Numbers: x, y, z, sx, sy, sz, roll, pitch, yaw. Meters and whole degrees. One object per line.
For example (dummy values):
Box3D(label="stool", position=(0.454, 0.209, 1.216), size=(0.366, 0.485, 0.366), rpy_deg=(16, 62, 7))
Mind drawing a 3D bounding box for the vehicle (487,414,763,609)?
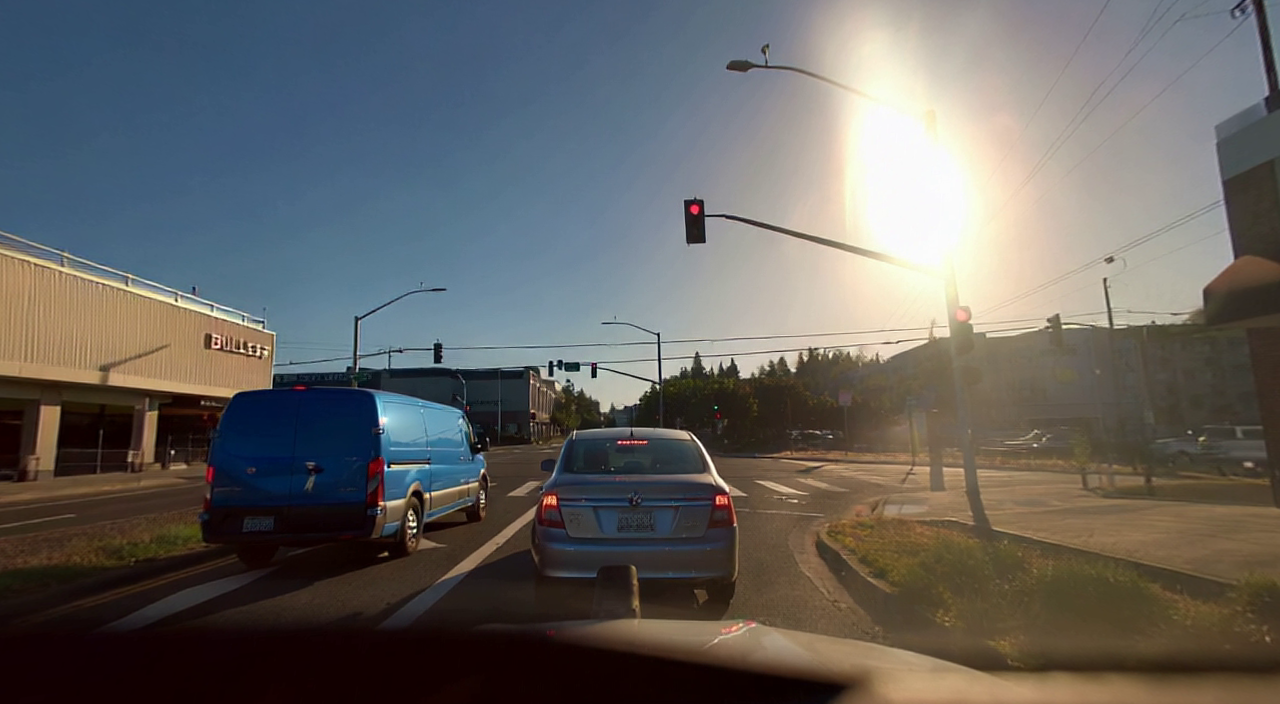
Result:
Box3D(label="vehicle", position=(-0.116, 1.466, 6.762), size=(2.064, 1.452, 3.942), rpy_deg=(0, -8, 0))

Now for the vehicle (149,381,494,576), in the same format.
Box3D(label="vehicle", position=(-3.583, 1.524, 8.522), size=(2.076, 1.820, 5.100), rpy_deg=(0, -8, -1))
